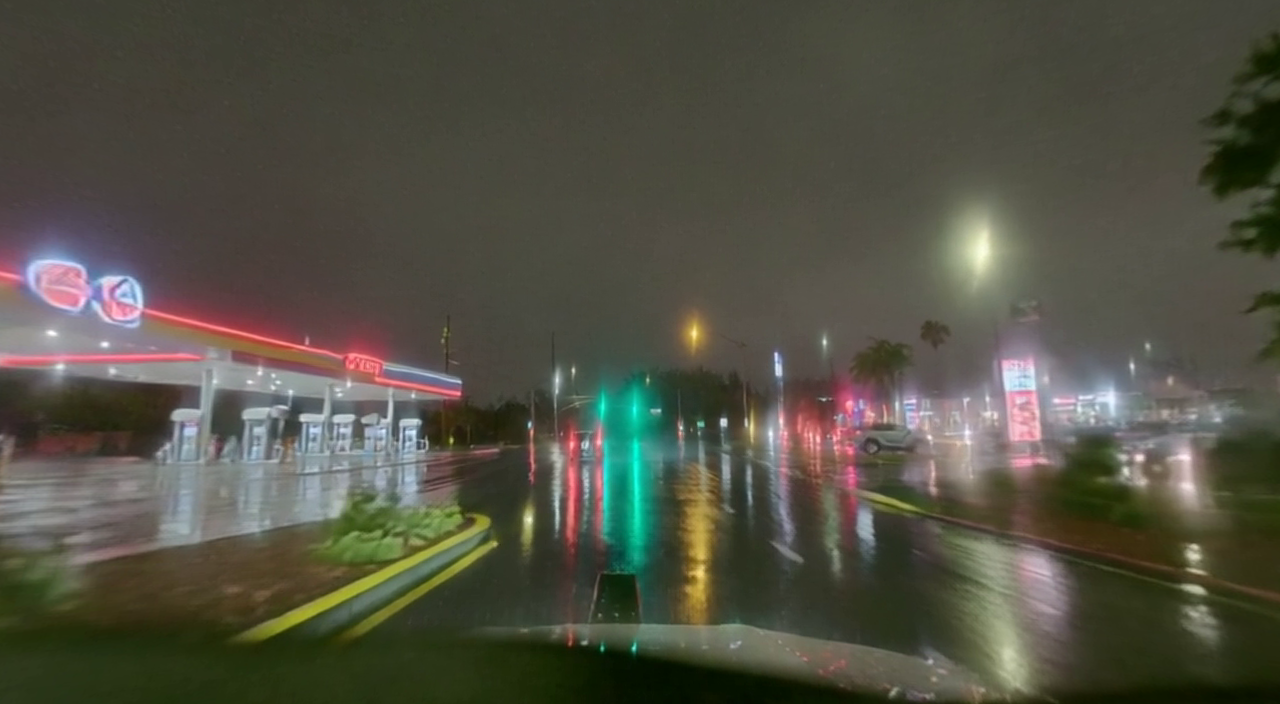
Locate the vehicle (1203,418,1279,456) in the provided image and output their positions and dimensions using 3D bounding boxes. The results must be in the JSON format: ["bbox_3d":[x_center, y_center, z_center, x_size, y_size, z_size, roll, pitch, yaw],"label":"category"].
[{"bbox_3d":[28.644,3.859,28.609,4.377,1.633,1.834,0,-8,1],"label":"vehicle"}]

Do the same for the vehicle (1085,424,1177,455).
[{"bbox_3d":[27.478,4.932,35.424,3.685,1.459,1.685,3,-12,1],"label":"vehicle"}]

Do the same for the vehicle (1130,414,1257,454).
[{"bbox_3d":[27.091,4.037,31.024,4.381,1.892,1.942,0,-8,-2],"label":"vehicle"}]

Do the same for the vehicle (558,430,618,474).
[{"bbox_3d":[-2.132,3.884,24.788,2.073,1.525,4.809,1,-8,-8],"label":"vehicle"}]

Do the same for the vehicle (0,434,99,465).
[{"bbox_3d":[-42.724,6.970,45.332,5.483,2.119,2.194,1,-9,-6],"label":"vehicle"}]

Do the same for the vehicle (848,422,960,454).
[{"bbox_3d":[14.615,4.812,35.150,5.317,1.700,1.901,0,-8,0],"label":"vehicle"}]
